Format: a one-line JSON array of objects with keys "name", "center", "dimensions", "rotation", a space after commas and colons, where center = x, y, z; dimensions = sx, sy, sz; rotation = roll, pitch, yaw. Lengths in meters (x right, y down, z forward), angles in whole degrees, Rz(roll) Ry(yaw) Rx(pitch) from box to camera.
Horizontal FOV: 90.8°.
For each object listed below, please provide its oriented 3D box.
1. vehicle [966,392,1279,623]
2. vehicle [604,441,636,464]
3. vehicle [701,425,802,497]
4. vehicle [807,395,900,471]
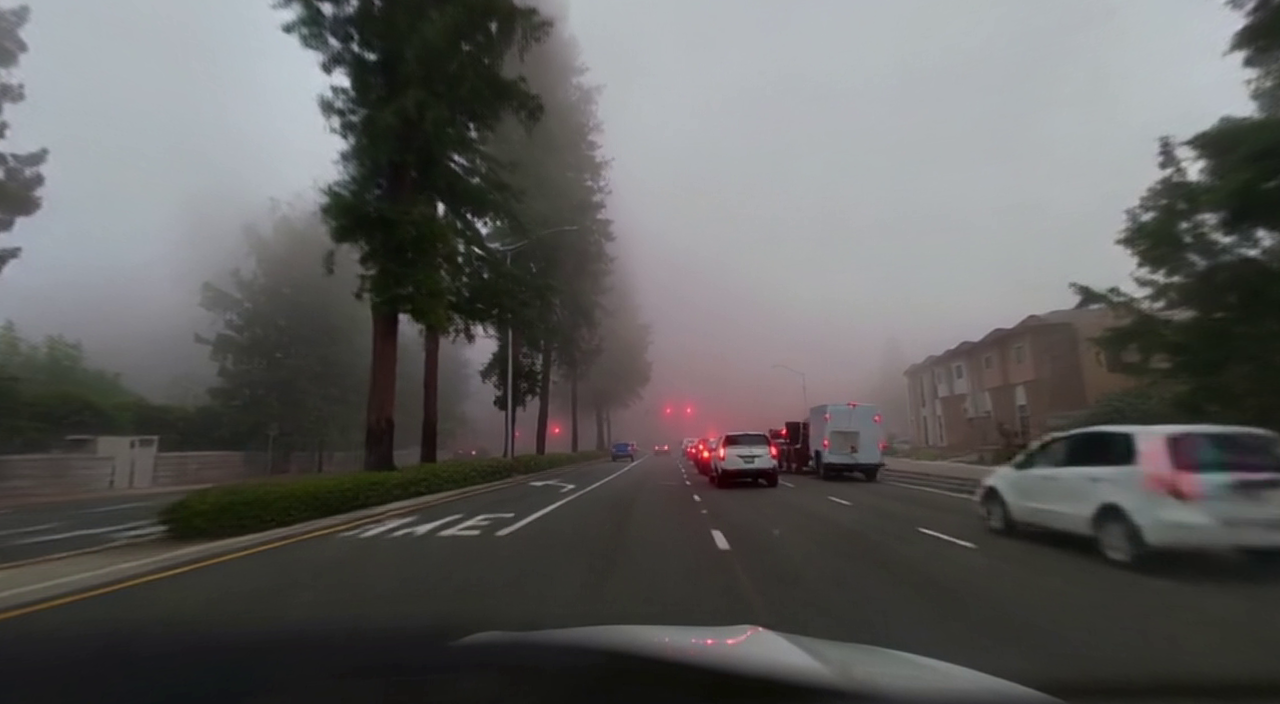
[{"name": "vehicle", "center": [5.768, 1.501, 7.046], "dimensions": [1.803, 1.754, 4.480], "rotation": [2, -7, -1]}, {"name": "vehicle", "center": [-1.460, 7.707, 48.689], "dimensions": [2.083, 1.691, 4.398], "rotation": [-1, -8, 3]}, {"name": "vehicle", "center": [2.881, 2.948, 17.390], "dimensions": [2.052, 1.693, 4.554], "rotation": [0, -8, 1]}, {"name": "vehicle", "center": [7.067, 2.776, 21.324], "dimensions": [1.933, 2.309, 3.468], "rotation": [-1, -9, 2]}]
